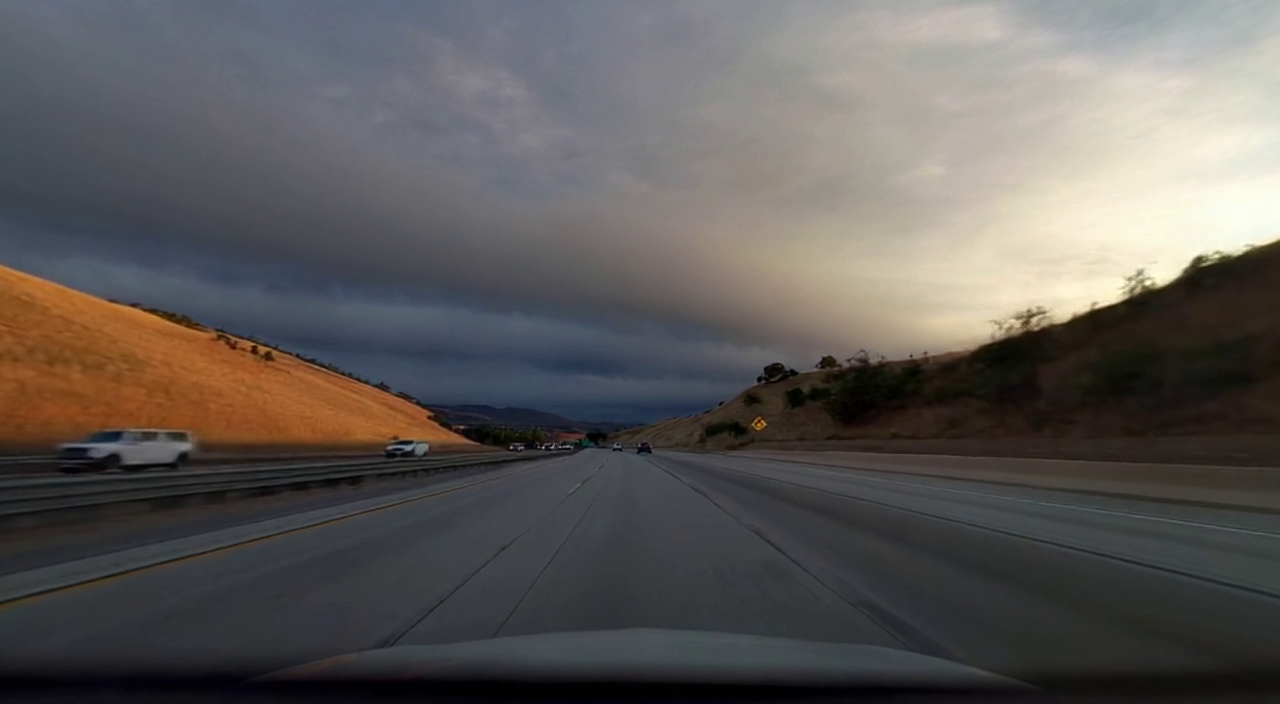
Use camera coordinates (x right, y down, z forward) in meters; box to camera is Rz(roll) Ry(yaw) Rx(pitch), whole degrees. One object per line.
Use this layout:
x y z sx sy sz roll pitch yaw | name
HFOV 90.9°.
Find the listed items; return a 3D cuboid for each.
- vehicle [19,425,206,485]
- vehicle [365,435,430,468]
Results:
-17.784 3.501 21.714 2.130 1.800 4.990 0 -8 0 | vehicle
-14.359 5.908 37.645 2.104 1.809 4.539 0 -8 -1 | vehicle
